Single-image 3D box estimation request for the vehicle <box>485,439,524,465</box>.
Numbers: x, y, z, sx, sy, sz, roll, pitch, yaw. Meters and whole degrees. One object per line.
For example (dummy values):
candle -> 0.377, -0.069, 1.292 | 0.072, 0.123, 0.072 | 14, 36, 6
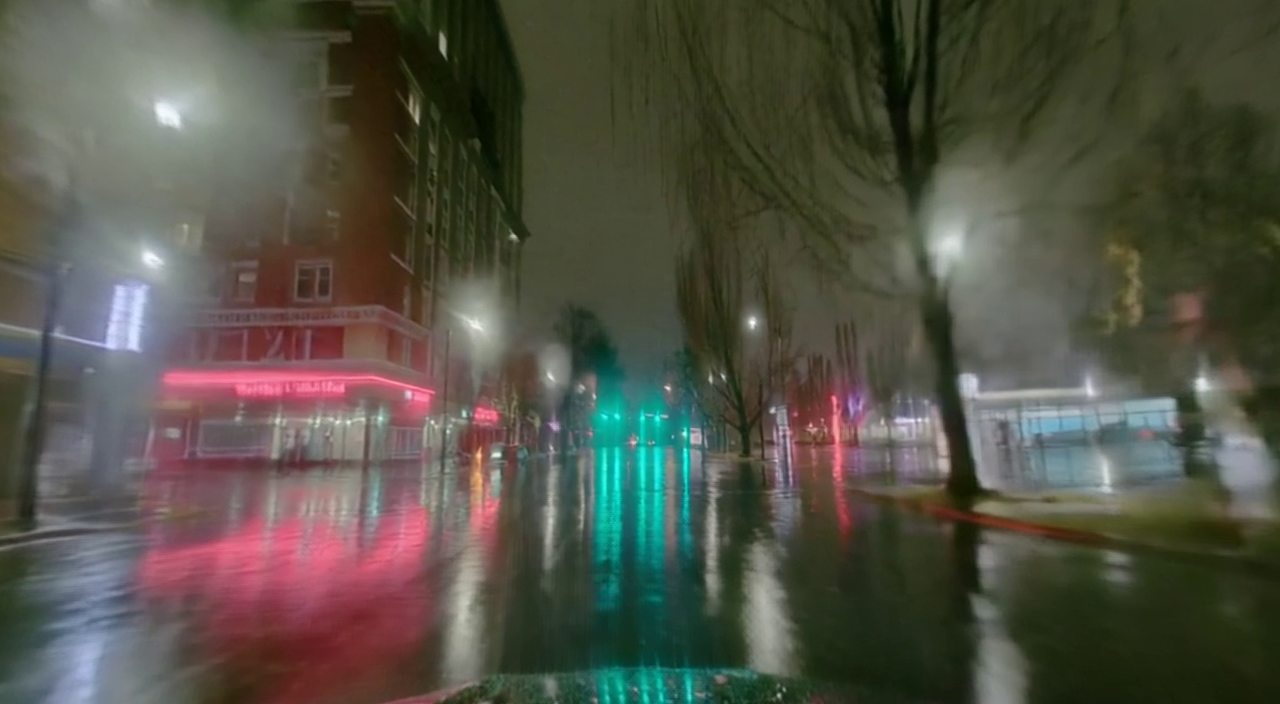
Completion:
vehicle -> -10.504, 7.780, 49.211 | 2.060, 1.796, 4.675 | -2, -7, 0
